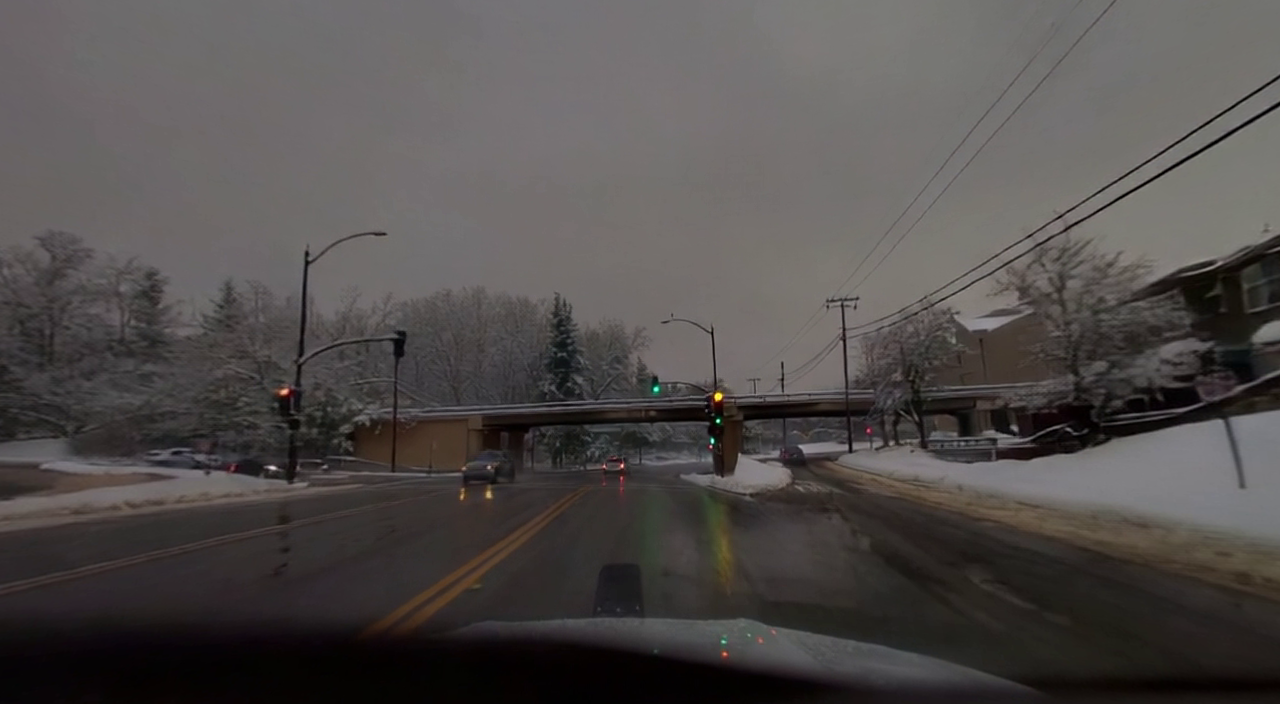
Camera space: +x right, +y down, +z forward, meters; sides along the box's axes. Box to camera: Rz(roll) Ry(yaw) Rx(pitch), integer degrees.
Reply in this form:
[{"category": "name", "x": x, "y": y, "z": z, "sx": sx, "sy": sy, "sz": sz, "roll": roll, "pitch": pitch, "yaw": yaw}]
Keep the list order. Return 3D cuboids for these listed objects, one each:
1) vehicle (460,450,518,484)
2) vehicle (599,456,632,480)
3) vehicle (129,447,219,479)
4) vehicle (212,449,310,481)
[{"category": "vehicle", "x": -7.893, "y": 6.018, "z": 33.403, "sx": 1.886, "sy": 1.654, "sz": 4.037, "roll": 0, "pitch": -9, "yaw": 2}, {"category": "vehicle", "x": -1.735, "y": 8.432, "z": 46.150, "sx": 1.997, "sy": 1.542, "sz": 4.202, "roll": -1, "pitch": -9, "yaw": 4}, {"category": "vehicle", "x": -27.954, "y": 6.616, "z": 37.887, "sx": 4.598, "sy": 1.765, "sz": 1.955, "roll": -3, "pitch": -9, "yaw": 20}, {"category": "vehicle", "x": -20.162, "y": 6.034, "z": 33.791, "sx": 3.877, "sy": 1.623, "sz": 2.049, "roll": 1, "pitch": -9, "yaw": -6}]
